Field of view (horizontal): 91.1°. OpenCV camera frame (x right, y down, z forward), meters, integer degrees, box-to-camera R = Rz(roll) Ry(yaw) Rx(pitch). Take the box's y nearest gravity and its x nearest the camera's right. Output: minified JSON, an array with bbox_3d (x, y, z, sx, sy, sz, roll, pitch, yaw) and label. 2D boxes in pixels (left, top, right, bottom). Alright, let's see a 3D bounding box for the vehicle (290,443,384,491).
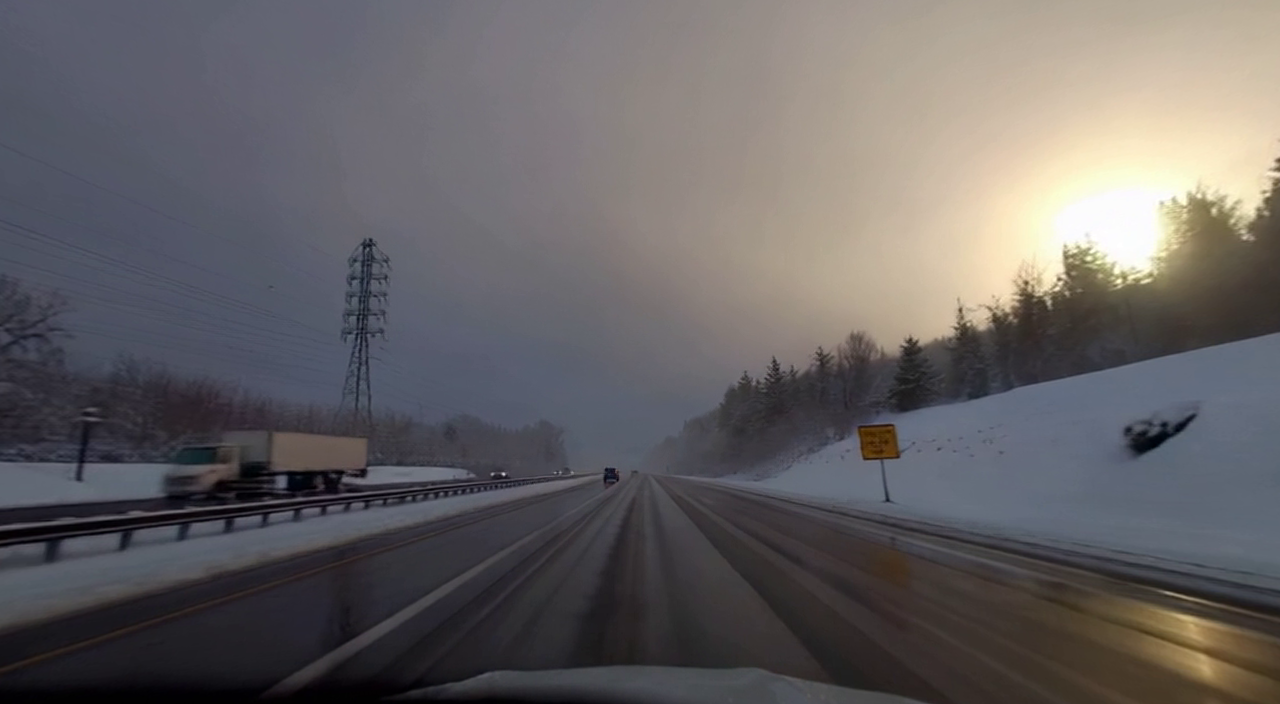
[{"bbox_3d":[-20.336,7.815,42.686,2.644,2.909,6.992,0,-11,1],"label":"vehicle"}]
